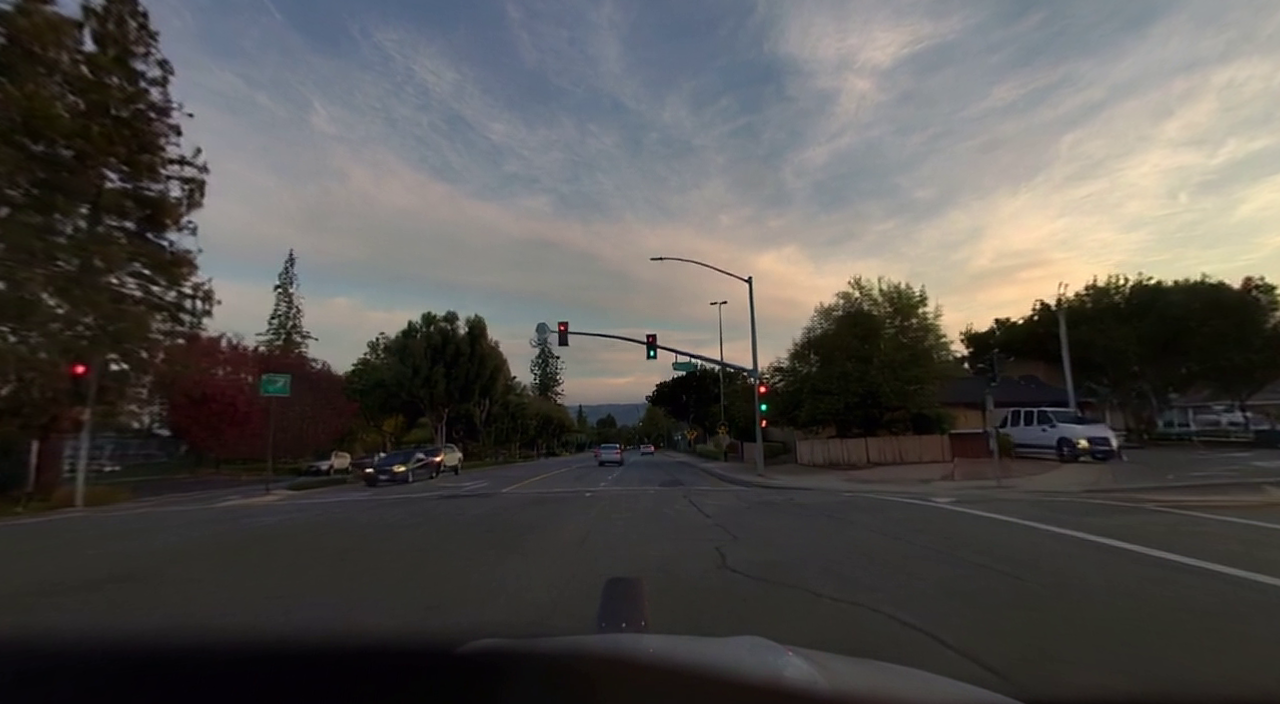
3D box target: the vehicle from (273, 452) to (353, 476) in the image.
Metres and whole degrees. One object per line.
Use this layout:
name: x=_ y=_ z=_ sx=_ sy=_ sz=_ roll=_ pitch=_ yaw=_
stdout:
vehicle: x=-19.617 y=6.709 z=37.917 sx=3.819 sy=1.403 sz=1.812 roll=0 pitch=-9 yaw=-1

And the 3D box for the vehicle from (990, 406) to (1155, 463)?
vehicle: x=16.501 y=3.177 z=24.265 sx=4.656 sy=2.065 sz=2.129 roll=0 pitch=-8 yaw=3

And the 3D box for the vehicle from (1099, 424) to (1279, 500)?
vehicle: x=13.011 y=2.351 z=13.661 sx=4.665 sy=1.498 sz=1.866 roll=0 pitch=-8 yaw=-2

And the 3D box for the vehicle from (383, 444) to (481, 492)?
vehicle: x=-7.645 y=4.288 z=23.716 sx=2.122 sy=1.602 sz=4.369 roll=0 pitch=-8 yaw=1

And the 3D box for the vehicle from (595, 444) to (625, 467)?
vehicle: x=-2.278 y=8.026 z=49.128 sx=2.084 sy=1.701 sz=4.734 roll=0 pitch=-8 yaw=1
